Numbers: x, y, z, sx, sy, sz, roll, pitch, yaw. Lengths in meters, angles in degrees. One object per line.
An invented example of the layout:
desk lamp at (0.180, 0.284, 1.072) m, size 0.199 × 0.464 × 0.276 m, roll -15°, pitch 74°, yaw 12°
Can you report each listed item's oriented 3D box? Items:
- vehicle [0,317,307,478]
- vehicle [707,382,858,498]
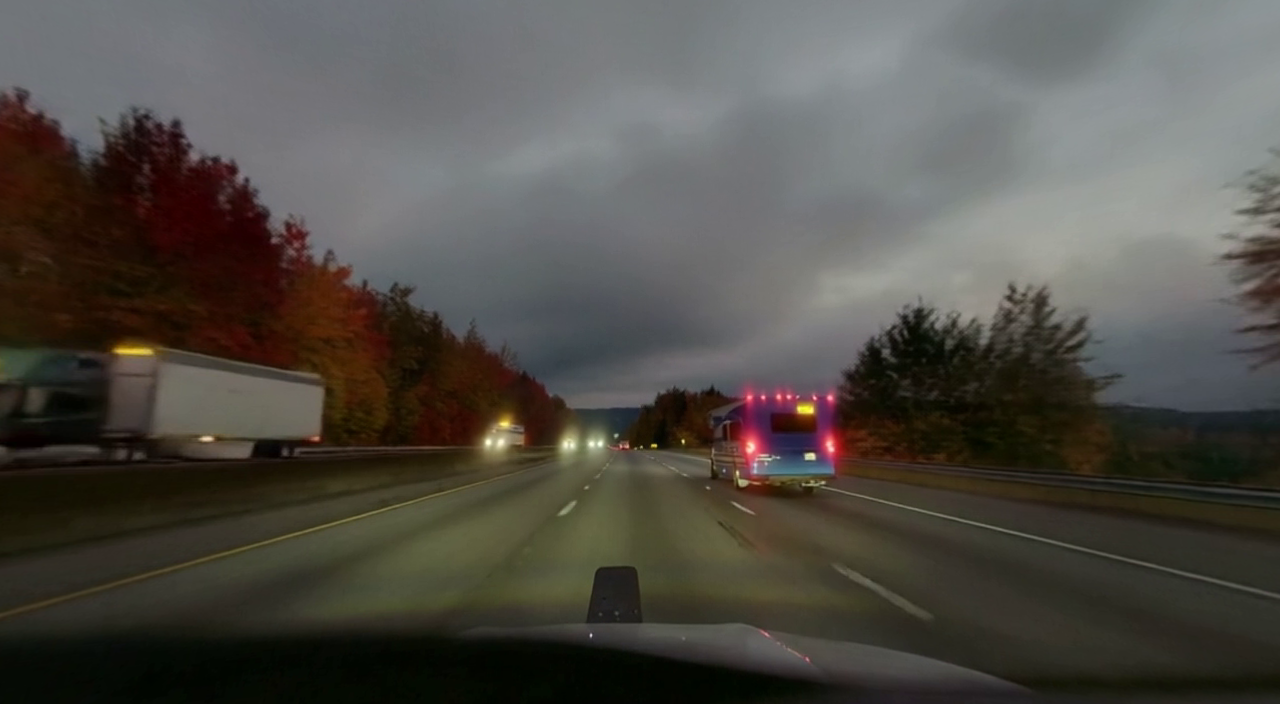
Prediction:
vehicle at (-18.824, 2.178, 23.780) m, size 3.271 × 4.223 × 17.609 m, roll 0°, pitch -8°, yaw -1°
vehicle at (3.922, 2.662, 19.242) m, size 2.815 × 2.876 × 7.101 m, roll 0°, pitch -8°, yaw -1°
